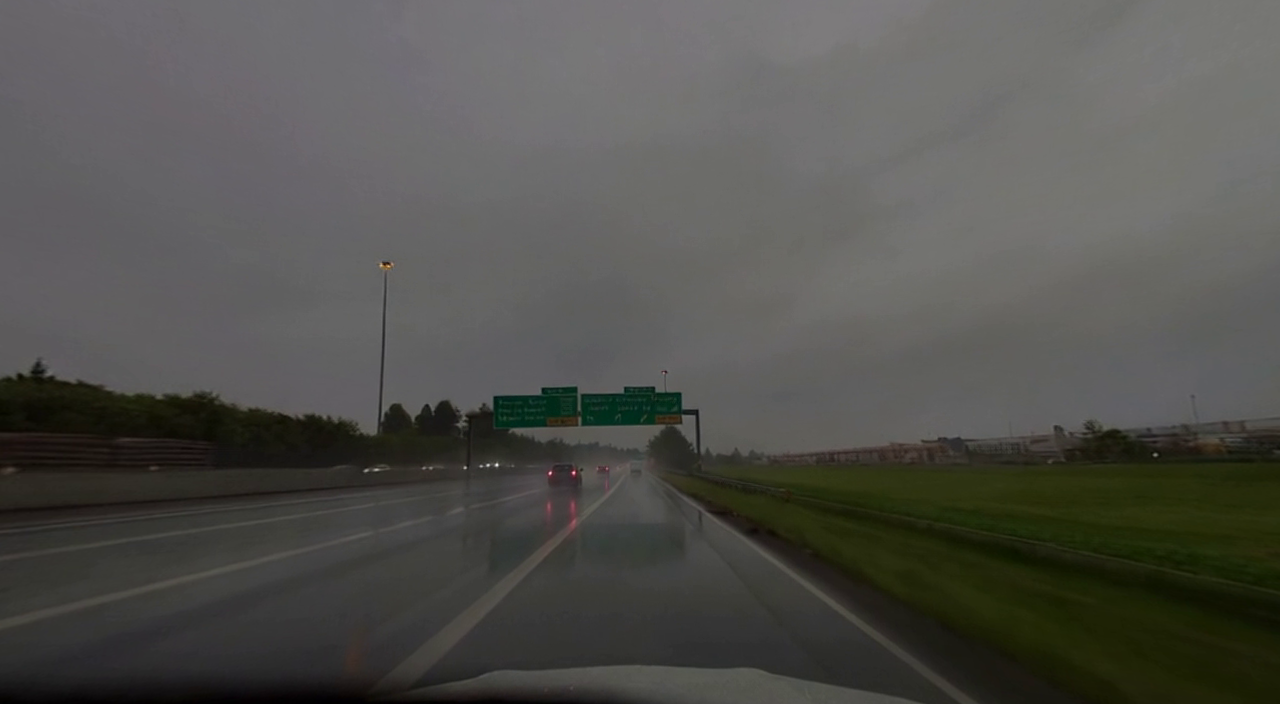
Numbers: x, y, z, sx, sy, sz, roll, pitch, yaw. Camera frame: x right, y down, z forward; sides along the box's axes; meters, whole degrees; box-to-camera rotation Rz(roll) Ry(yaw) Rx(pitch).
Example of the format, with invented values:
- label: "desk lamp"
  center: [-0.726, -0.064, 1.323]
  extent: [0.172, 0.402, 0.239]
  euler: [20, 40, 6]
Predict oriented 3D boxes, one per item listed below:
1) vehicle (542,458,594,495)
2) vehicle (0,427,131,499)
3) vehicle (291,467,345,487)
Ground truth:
- label: "vehicle"
  center: [-3.383, 5.978, 30.347]
  extent: [2.092, 1.642, 3.895]
  euler: [1, -11, 0]
- label: "vehicle"
  center: [-29.649, 5.400, 30.514]
  extent: [2.811, 3.126, 8.459]
  euler: [1, -11, 0]
- label: "vehicle"
  center: [-25.460, 9.896, 49.993]
  extent: [1.889, 1.402, 4.508]
  euler: [1, -11, 1]
